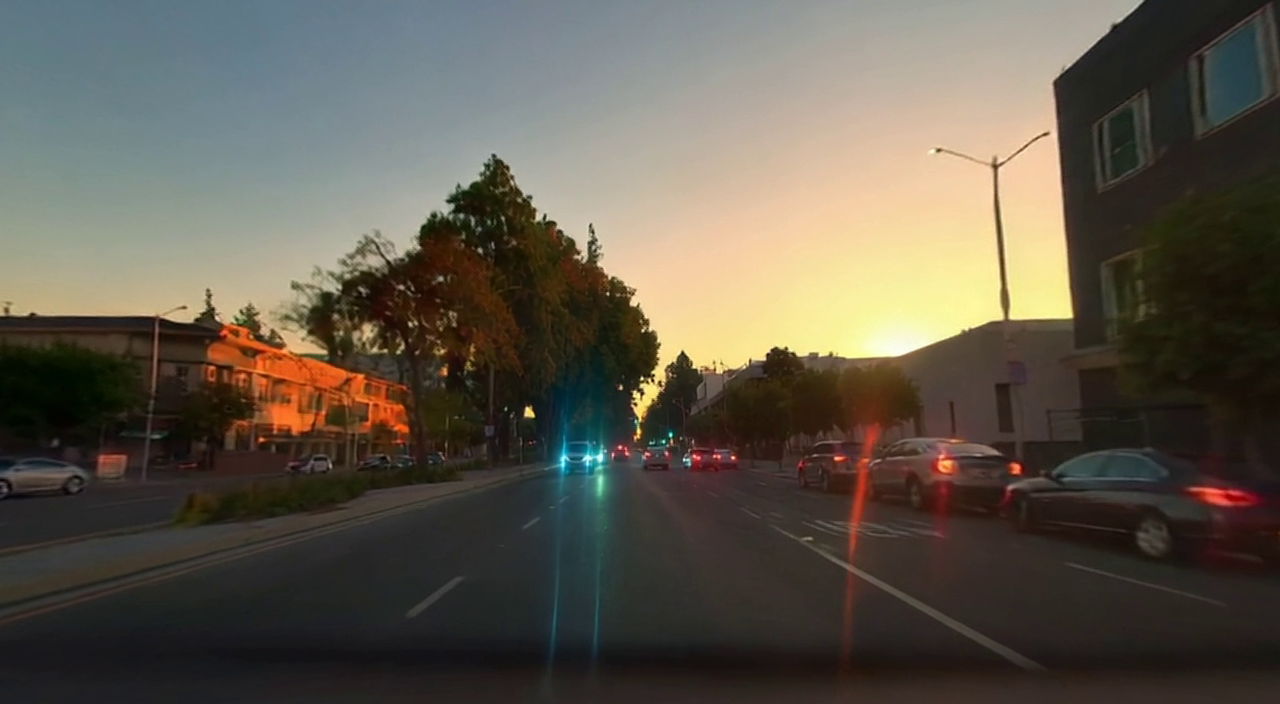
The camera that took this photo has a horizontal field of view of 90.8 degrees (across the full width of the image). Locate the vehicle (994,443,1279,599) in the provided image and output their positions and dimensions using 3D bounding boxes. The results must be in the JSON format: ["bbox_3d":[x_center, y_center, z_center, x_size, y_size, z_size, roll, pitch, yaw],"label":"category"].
[{"bbox_3d":[7.042,1.970,8.354,2.269,1.506,4.152,0,-8,0],"label":"vehicle"}]

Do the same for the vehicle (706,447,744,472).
[{"bbox_3d":[6.188,7.864,46.462,2.164,1.727,3.955,0,-8,-1],"label":"vehicle"}]

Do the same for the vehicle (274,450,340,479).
[{"bbox_3d":[-22.425,7.562,42.803,1.996,1.767,4.613,0,-8,-1],"label":"vehicle"}]

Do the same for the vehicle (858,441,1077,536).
[{"bbox_3d":[7.108,2.969,14.522,2.320,1.764,4.731,0,-8,-3],"label":"vehicle"}]

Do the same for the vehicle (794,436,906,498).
[{"bbox_3d":[6.917,3.813,21.399,2.216,1.847,4.321,0,-8,-1],"label":"vehicle"}]

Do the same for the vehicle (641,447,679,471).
[{"bbox_3d":[1.336,7.396,43.920,2.201,1.589,3.843,0,-8,-4],"label":"vehicle"}]

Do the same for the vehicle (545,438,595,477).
[{"bbox_3d":[-3.819,5.839,35.205,2.223,1.957,4.845,0,-8,0],"label":"vehicle"}]

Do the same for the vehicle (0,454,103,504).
[{"bbox_3d":[-21.713,4.366,21.981,1.999,1.562,4.803,0,-8,-3],"label":"vehicle"}]
